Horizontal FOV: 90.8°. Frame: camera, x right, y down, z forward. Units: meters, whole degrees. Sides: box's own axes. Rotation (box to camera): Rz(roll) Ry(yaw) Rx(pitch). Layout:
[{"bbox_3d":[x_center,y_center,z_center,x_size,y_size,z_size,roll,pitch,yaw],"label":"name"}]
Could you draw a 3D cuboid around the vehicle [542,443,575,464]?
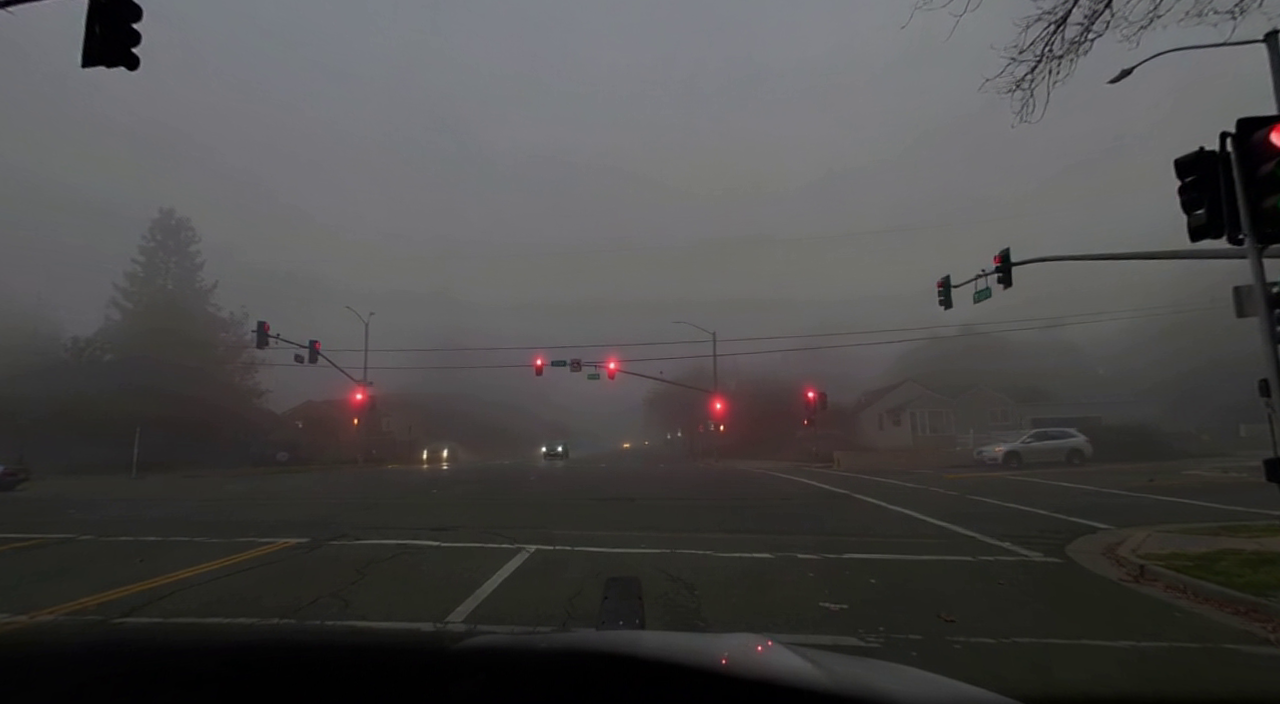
[{"bbox_3d":[-6.077,7.671,47.809,1.936,1.444,4.168,0,-8,0],"label":"vehicle"}]
